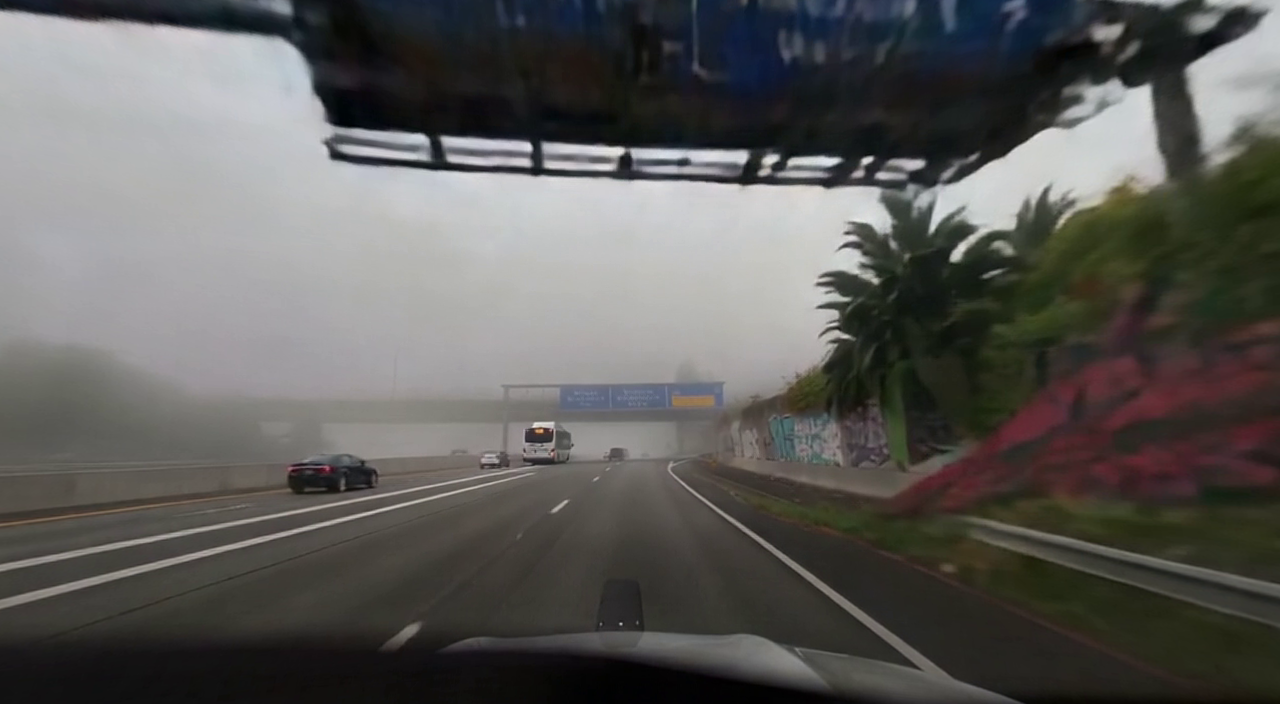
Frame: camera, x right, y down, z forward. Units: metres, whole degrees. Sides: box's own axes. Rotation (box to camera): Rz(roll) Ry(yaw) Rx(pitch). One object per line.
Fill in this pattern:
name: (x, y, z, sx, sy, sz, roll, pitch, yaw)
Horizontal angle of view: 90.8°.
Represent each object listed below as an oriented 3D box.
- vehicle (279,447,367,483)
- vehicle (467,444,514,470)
vehicle: (-14.027, 5.003, 28.180, 1.878, 1.470, 3.825, 0, -9, 0)
vehicle: (-9.873, 6.958, 42.061, 1.979, 1.600, 4.516, 0, -9, 1)
